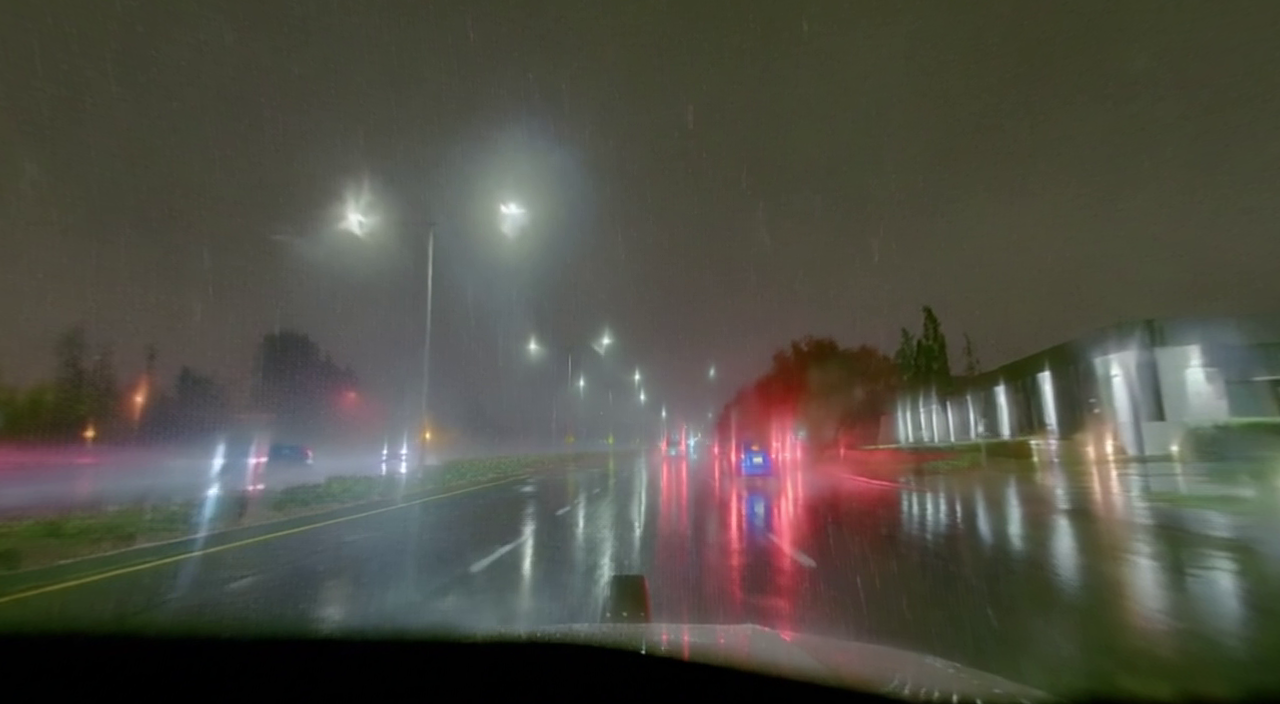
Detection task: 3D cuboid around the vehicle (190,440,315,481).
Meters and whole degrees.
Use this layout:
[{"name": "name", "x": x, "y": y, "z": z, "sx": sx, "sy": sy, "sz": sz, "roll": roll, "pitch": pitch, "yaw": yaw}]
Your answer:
[{"name": "vehicle", "x": -15.723, "y": 4.409, "z": 25.951, "sx": 2.055, "sy": 1.495, "sz": 4.772, "roll": 0, "pitch": -8, "yaw": 1}]

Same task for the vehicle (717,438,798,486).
[{"name": "vehicle", "x": 4.044, "y": 3.871, "z": 22.483, "sx": 1.981, "sy": 1.499, "sz": 4.536, "roll": 0, "pitch": -8, "yaw": 0}]
